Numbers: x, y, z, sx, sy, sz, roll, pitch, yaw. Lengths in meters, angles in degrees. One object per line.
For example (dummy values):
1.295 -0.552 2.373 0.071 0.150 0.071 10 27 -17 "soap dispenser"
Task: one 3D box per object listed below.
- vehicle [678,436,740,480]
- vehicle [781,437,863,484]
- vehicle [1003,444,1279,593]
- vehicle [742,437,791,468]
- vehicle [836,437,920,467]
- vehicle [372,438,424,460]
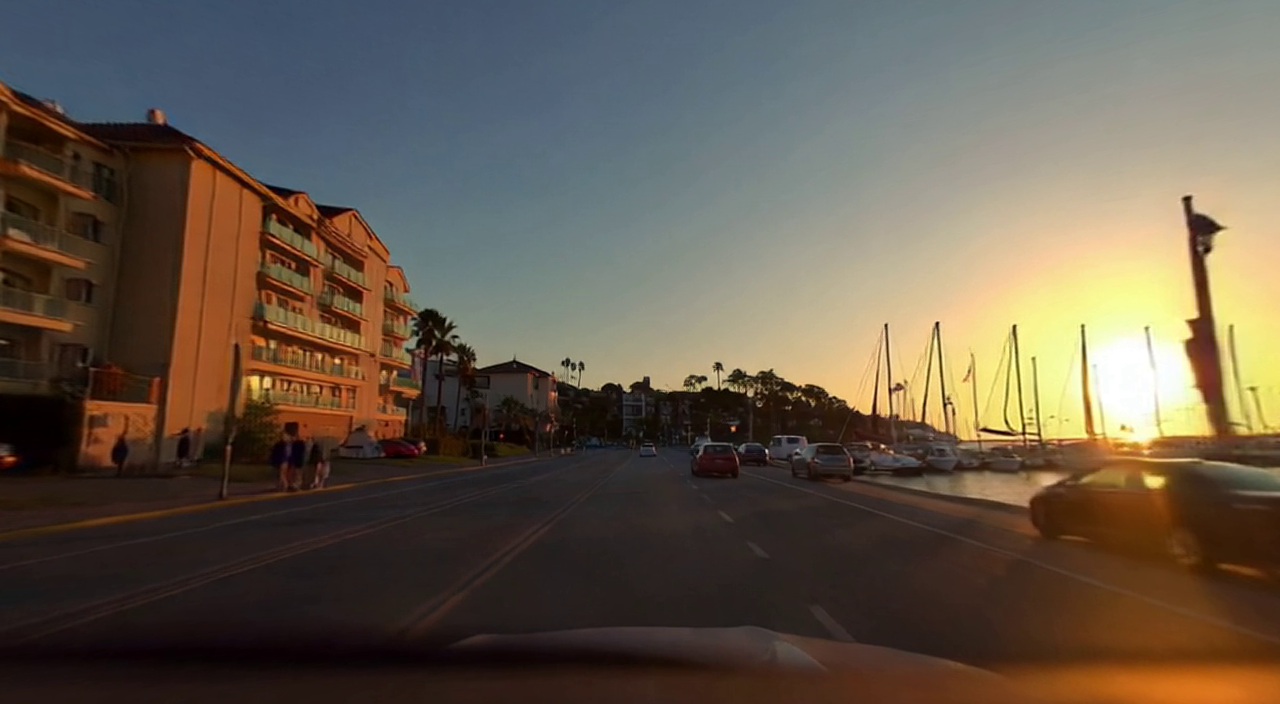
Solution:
2.727 4.326 25.879 2.047 1.640 4.051 0 -9 0 "vehicle"
7.457 4.493 26.361 2.029 1.750 4.825 0 -9 1 "vehicle"
7.415 2.057 8.765 2.112 1.514 4.371 0 -9 0 "vehicle"
8.226 6.551 41.371 2.056 1.896 5.062 0 -9 -1 "vehicle"
14.835 6.231 39.386 4.406 1.783 2.020 0 -8 -3 "vehicle"
-17.677 7.144 46.317 1.840 1.522 4.695 -1 -9 2 "vehicle"
